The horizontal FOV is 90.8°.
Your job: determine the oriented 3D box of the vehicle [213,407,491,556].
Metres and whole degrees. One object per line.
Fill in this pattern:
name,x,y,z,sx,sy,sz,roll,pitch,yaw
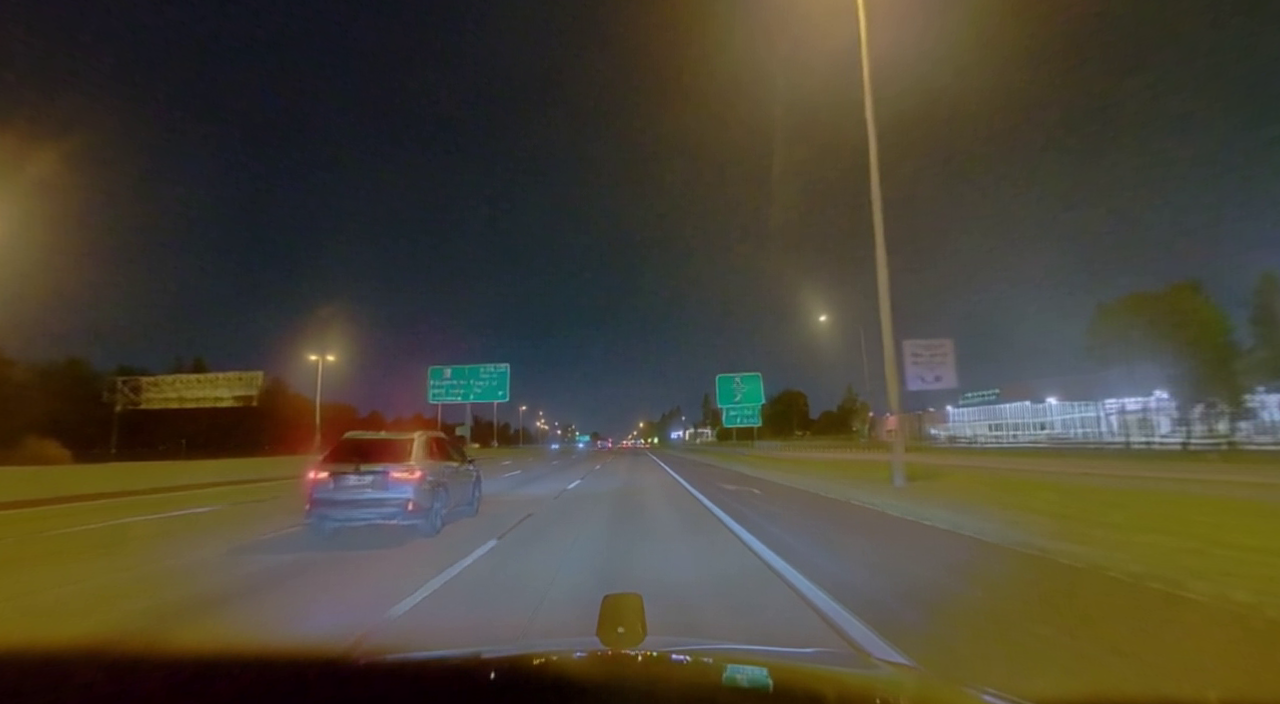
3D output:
vehicle,-4.006,1.884,9.961,2.150,1.761,4.697,0,-8,0
